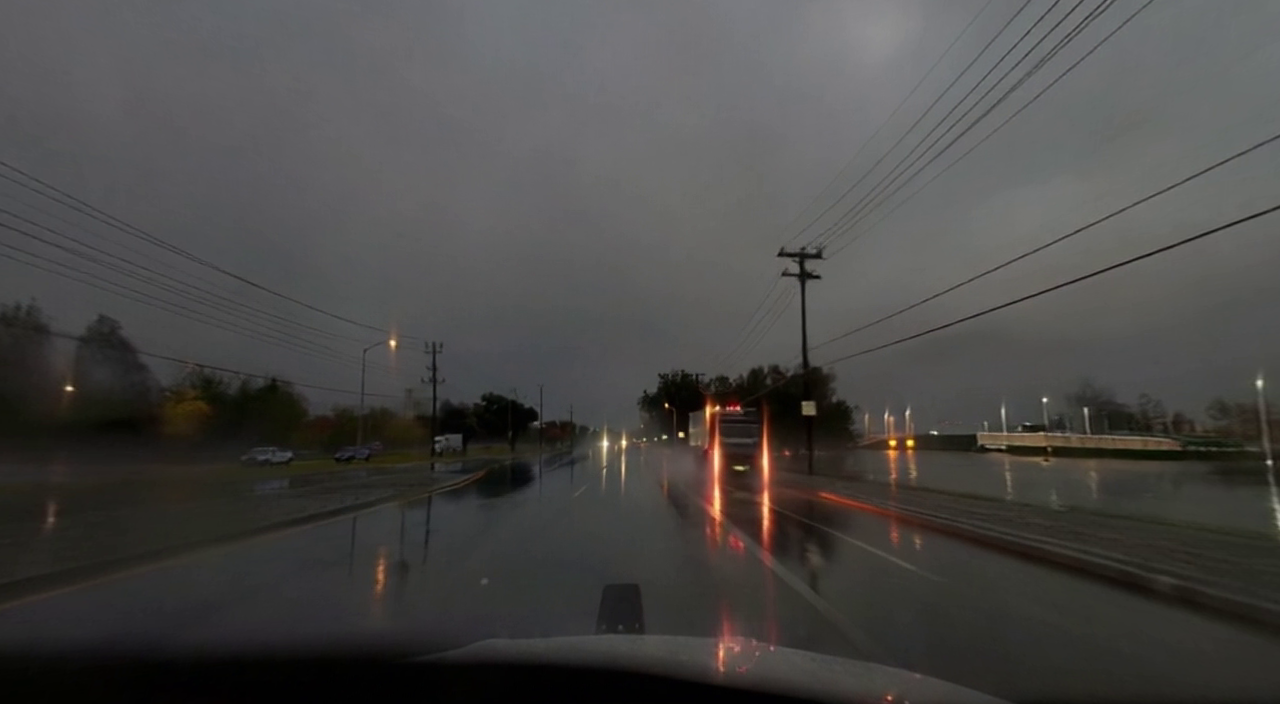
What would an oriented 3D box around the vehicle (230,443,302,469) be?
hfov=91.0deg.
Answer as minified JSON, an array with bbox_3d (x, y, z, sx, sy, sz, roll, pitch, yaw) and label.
[{"bbox_3d":[-26.025,7.241,44.021,1.950,1.658,4.576,0,-8,4],"label":"vehicle"}]

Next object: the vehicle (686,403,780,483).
[{"bbox_3d":[3.662,3.856,26.609,2.706,2.880,7.117,1,-8,-1],"label":"vehicle"}]
